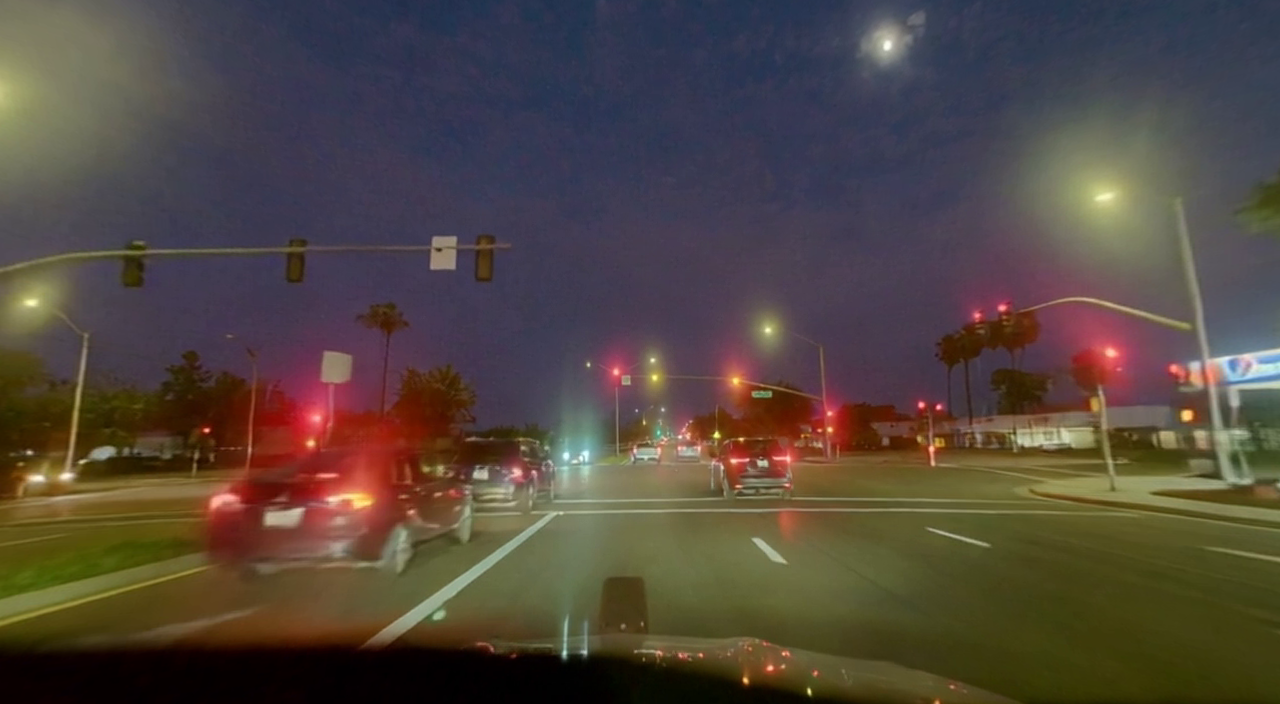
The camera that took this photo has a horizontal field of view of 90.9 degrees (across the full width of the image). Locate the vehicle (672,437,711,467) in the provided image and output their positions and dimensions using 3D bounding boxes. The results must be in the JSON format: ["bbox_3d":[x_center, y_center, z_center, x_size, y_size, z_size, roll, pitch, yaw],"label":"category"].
[{"bbox_3d":[3.475,6.876,43.533,2.154,1.975,4.634,0,-8,-1],"label":"vehicle"}]

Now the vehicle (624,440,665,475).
[{"bbox_3d":[0.214,5.449,32.790,1.991,1.664,3.814,0,-8,0],"label":"vehicle"}]

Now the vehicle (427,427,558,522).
[{"bbox_3d":[-3.188,2.735,14.620,1.972,1.827,4.433,-1,-8,0],"label":"vehicle"}]

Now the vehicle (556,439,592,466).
[{"bbox_3d":[-5.010,7.707,48.320,2.126,1.790,4.332,4,-8,2],"label":"vehicle"}]

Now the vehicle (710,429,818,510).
[{"bbox_3d":[2.958,2.884,15.909,1.872,1.752,3.896,0,-8,-1],"label":"vehicle"}]

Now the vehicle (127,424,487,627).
[{"bbox_3d":[-3.211,1.715,7.282,1.788,1.600,4.298,-1,-8,0],"label":"vehicle"}]

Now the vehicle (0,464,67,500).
[{"bbox_3d":[-31.653,6.526,31.665,3.811,1.628,1.920,-1,-8,1],"label":"vehicle"}]
